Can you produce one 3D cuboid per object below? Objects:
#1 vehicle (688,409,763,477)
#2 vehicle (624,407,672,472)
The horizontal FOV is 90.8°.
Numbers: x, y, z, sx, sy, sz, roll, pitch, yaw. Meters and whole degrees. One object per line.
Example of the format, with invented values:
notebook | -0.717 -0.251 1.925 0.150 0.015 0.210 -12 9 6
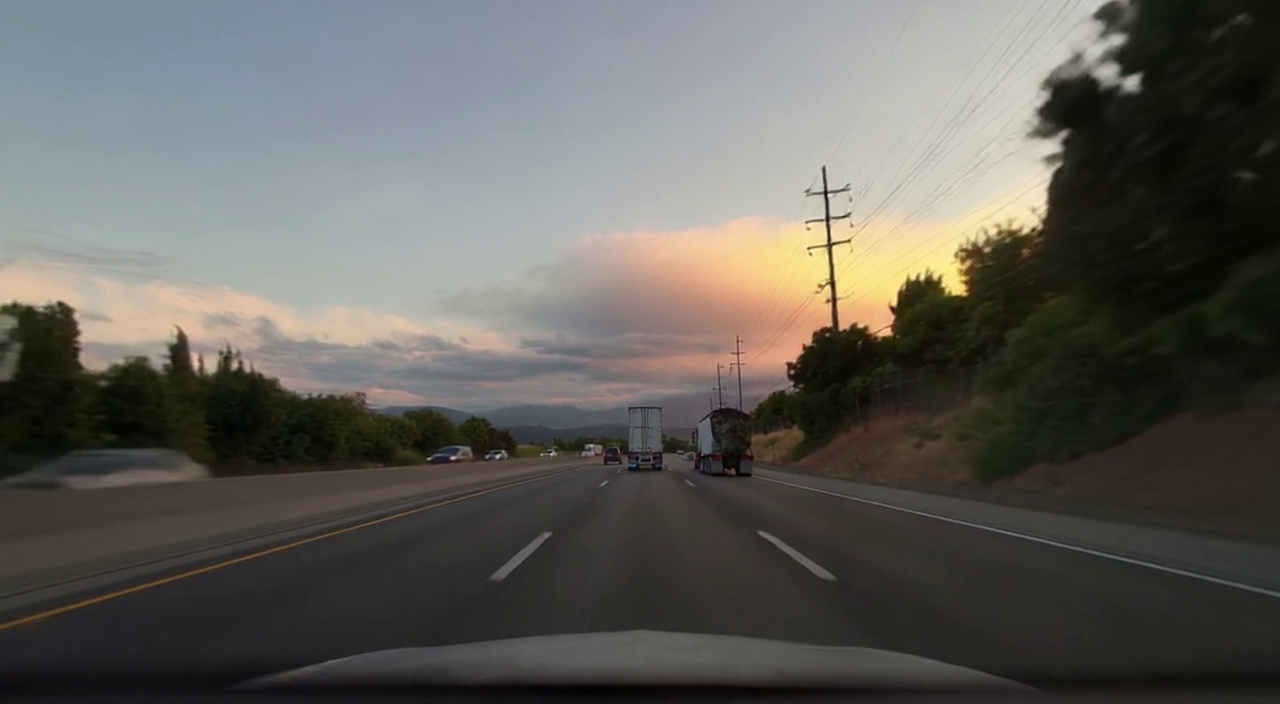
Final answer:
vehicle | 4.621 5.235 35.962 2.938 3.378 8.820 0 -9 -1
vehicle | 0.587 6.581 46.627 2.997 4.076 13.224 0 -9 1
